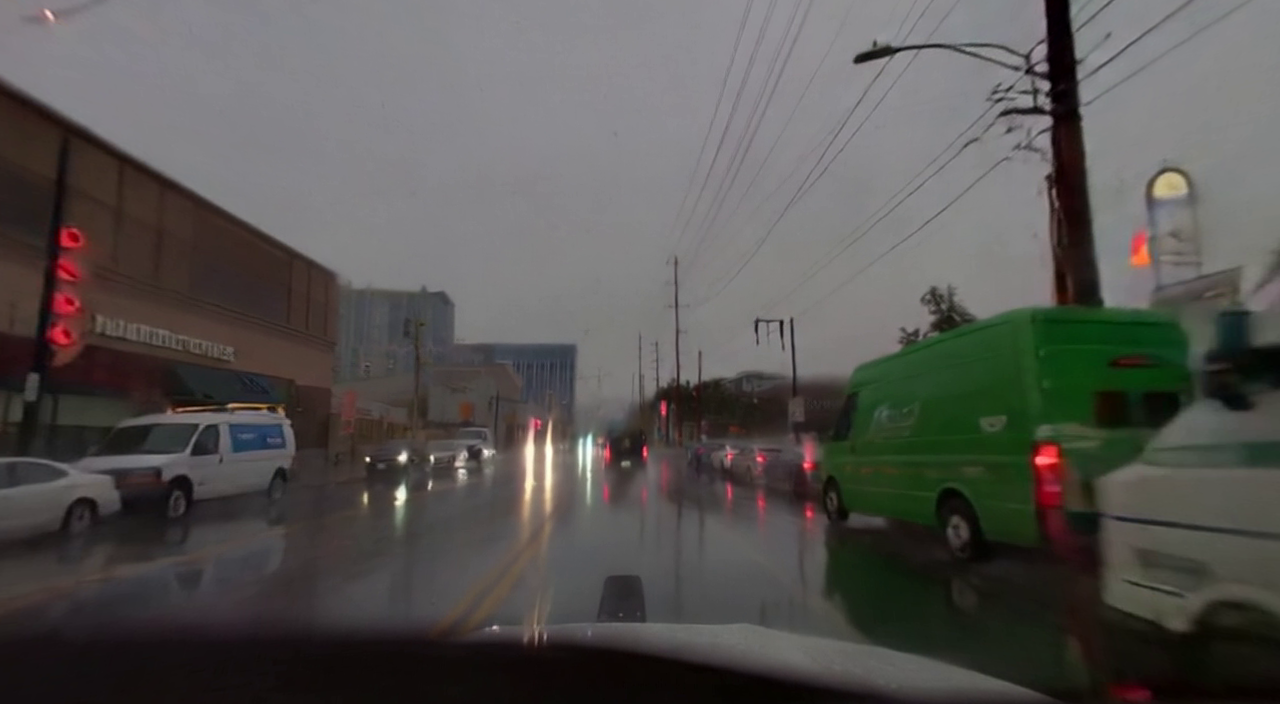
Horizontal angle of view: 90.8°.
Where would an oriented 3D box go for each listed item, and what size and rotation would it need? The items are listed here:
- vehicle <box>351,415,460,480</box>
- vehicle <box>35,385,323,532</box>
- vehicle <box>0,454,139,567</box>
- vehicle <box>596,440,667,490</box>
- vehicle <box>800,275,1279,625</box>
[{"bbox_3d":[-10.386,4.339,28.805,2.964,2.597,6.437,1,-8,-5],"label":"vehicle"},{"bbox_3d":[-10.040,2.393,14.736,2.398,2.723,5.816,0,-8,-2],"label":"vehicle"},{"bbox_3d":[-9.740,2.182,8.613,2.063,1.481,4.722,0,-8,-2],"label":"vehicle"},{"bbox_3d":[-0.323,3.694,21.113,2.112,1.464,4.411,0,-8,-2],"label":"vehicle"},{"bbox_3d":[4.444,1.223,8.427,2.492,2.720,6.884,0,-8,-3],"label":"vehicle"}]
